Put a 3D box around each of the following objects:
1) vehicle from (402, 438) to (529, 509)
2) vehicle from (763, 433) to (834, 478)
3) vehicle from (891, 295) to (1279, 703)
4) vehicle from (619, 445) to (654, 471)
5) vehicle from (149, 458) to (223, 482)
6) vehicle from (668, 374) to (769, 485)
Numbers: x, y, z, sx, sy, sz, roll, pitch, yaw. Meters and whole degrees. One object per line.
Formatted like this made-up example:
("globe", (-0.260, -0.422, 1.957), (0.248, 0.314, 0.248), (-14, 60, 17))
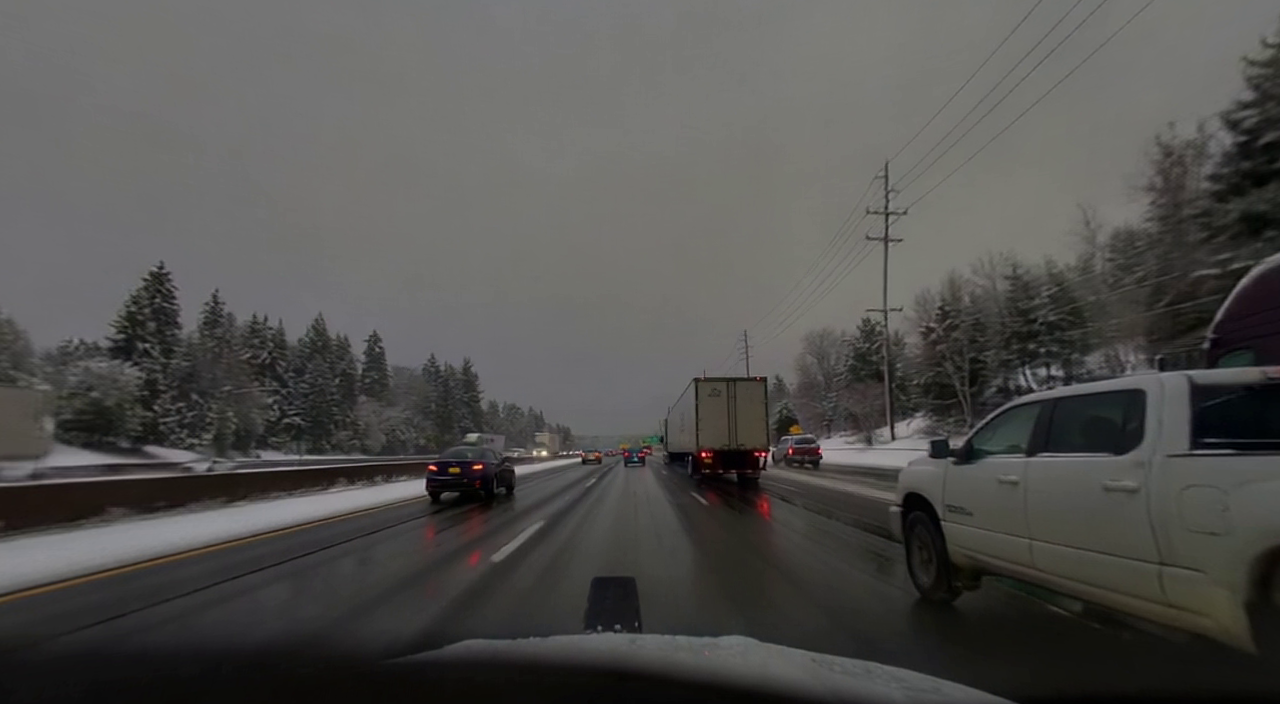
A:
("vehicle", (-4.137, 2.927, 15.623), (1.968, 1.507, 3.829), (0, -8, 1))
("vehicle", (7.360, 4.846, 29.790), (2.079, 1.938, 4.630), (0, -8, -1))
("vehicle", (3.415, 0.873, 3.255), (2.132, 1.869, 4.978), (0, -8, 0))
("vehicle", (-0.154, 6.418, 38.432), (2.047, 1.485, 3.938), (0, -8, 1))
("vehicle", (-30.805, 7.983, 42.883), (1.956, 1.447, 4.610), (1, -8, -5))
("vehicle", (3.302, 4.066, 31.679), (2.907, 4.109, 16.177), (0, -8, 0))
